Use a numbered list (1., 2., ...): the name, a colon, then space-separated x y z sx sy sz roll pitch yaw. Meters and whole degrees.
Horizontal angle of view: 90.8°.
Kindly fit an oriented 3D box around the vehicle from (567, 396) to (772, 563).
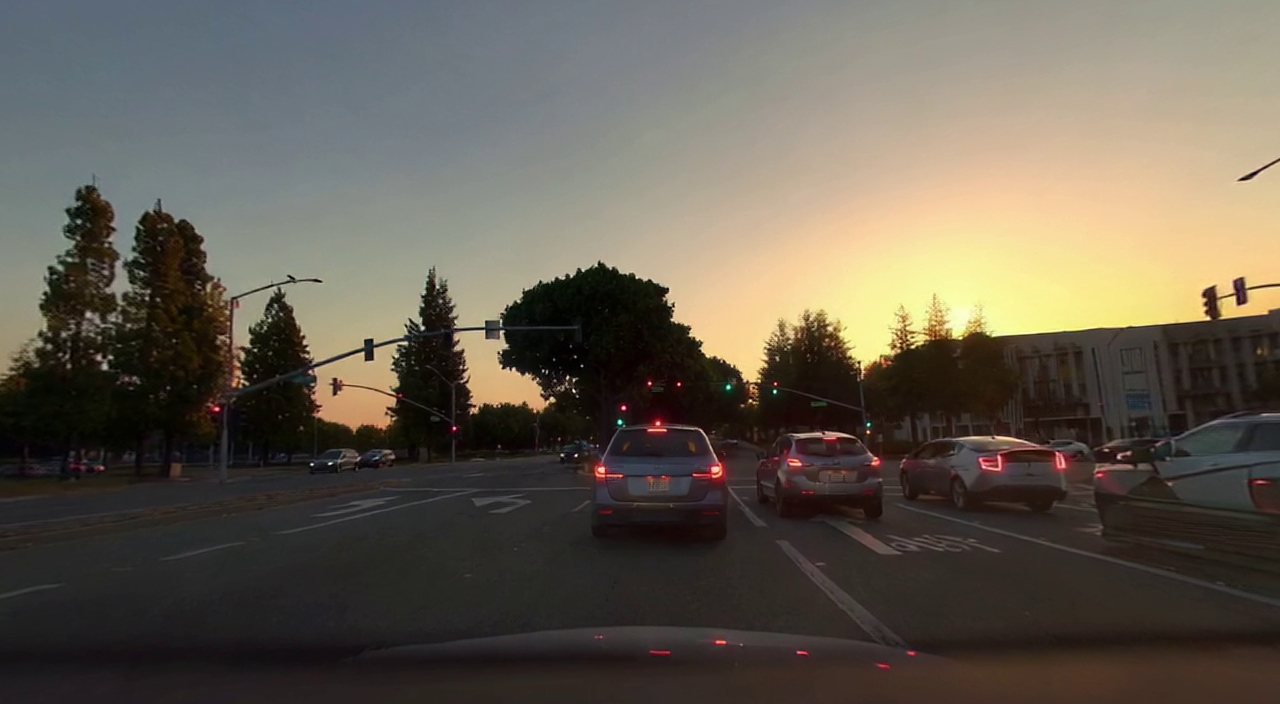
1. vehicle: 0.276 1.694 9.009 2.211 1.795 4.179 0 -9 -1

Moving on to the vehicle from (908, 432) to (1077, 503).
1. vehicle: 8.297 2.754 15.419 1.862 1.471 4.297 -1 -9 4

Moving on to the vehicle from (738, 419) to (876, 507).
1. vehicle: 3.774 2.631 15.326 2.188 1.774 4.646 -1 -9 2

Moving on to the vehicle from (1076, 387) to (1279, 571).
1. vehicle: 7.372 1.351 6.898 2.074 1.791 4.393 0 -9 1
